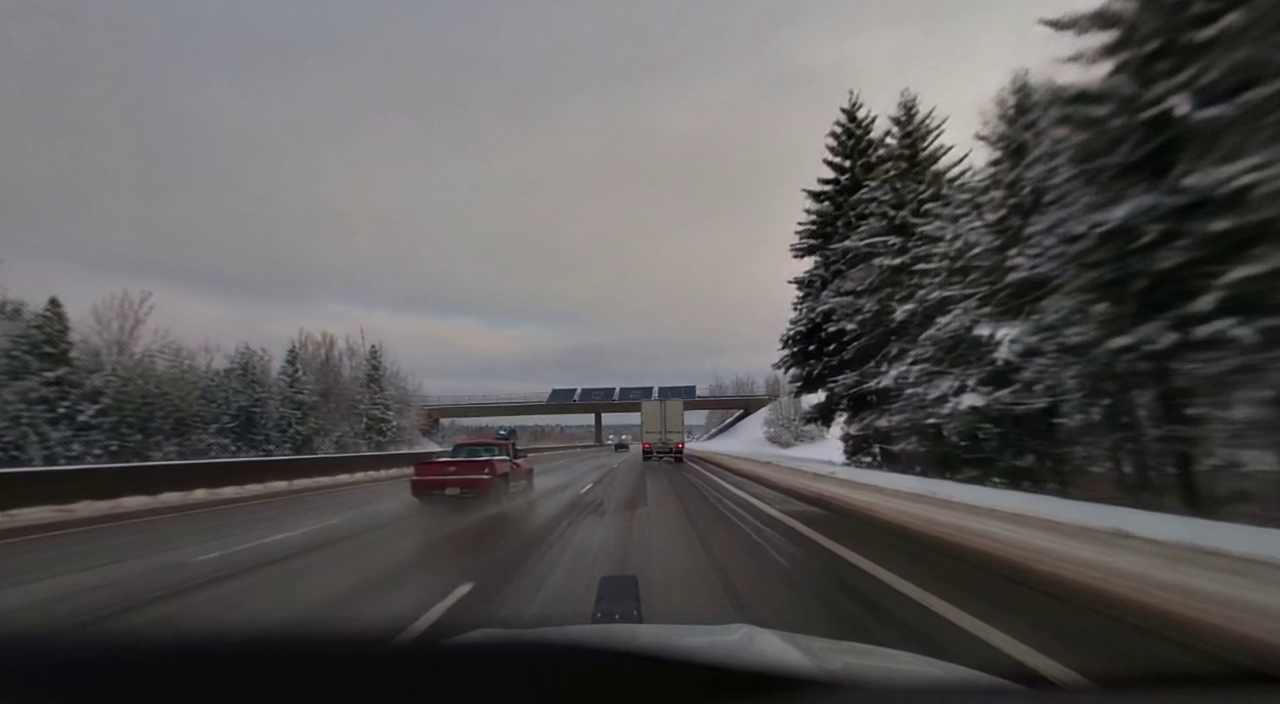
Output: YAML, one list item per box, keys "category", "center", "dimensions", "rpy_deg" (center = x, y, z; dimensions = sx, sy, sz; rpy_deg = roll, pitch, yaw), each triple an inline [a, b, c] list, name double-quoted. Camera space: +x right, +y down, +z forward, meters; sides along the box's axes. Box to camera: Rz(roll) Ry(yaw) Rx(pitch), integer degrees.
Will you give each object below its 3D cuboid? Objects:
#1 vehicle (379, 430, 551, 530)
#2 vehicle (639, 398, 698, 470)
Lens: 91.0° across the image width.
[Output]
- category: "vehicle"
  center: [-3.117, 2.358, 12.262]
  dimensions: [2.066, 1.581, 4.268]
  rpy_deg: [0, -8, 1]
- category: "vehicle"
  center: [1.541, 4.895, 37.152]
  dimensions: [2.967, 3.633, 10.015]
  rpy_deg: [-1, -8, 1]
